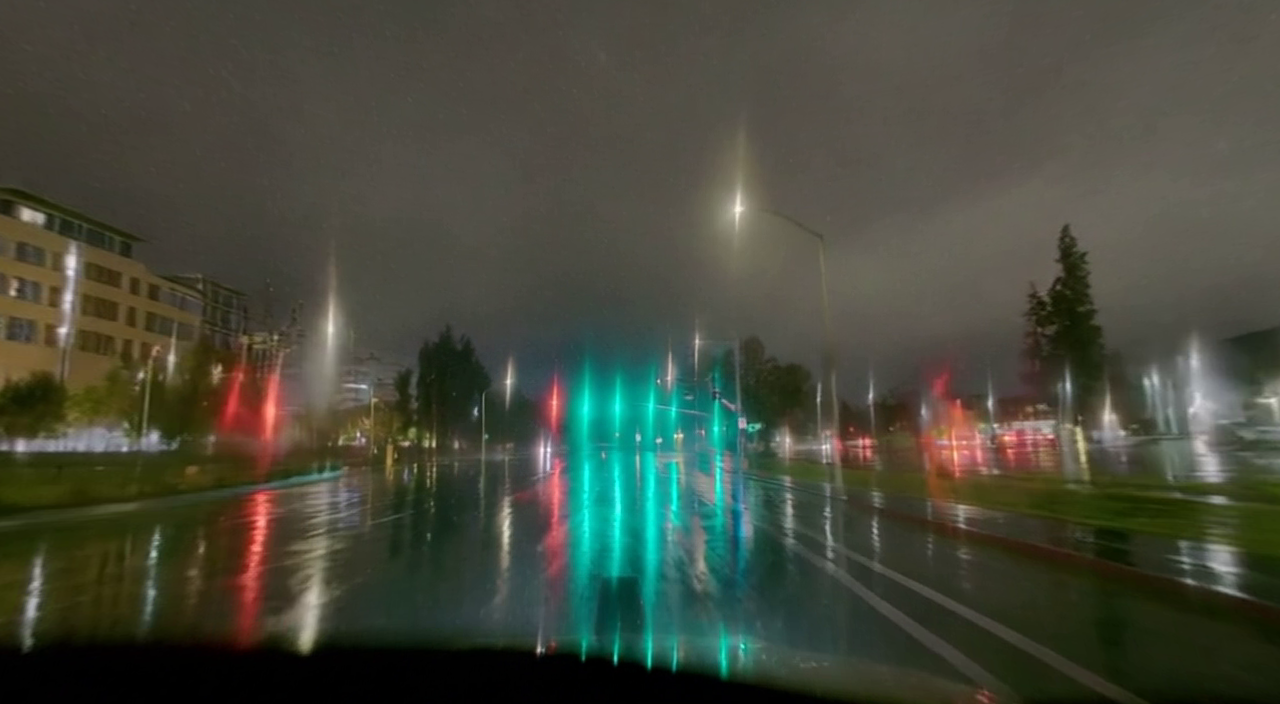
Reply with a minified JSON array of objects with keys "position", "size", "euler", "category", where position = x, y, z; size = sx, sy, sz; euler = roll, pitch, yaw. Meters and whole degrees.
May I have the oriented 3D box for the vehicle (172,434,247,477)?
[{"position":[-26.523,6.358,39.035],"size":[2.249,2.488,3.048],"euler":[-3,-8,9],"category":"vehicle"}]
